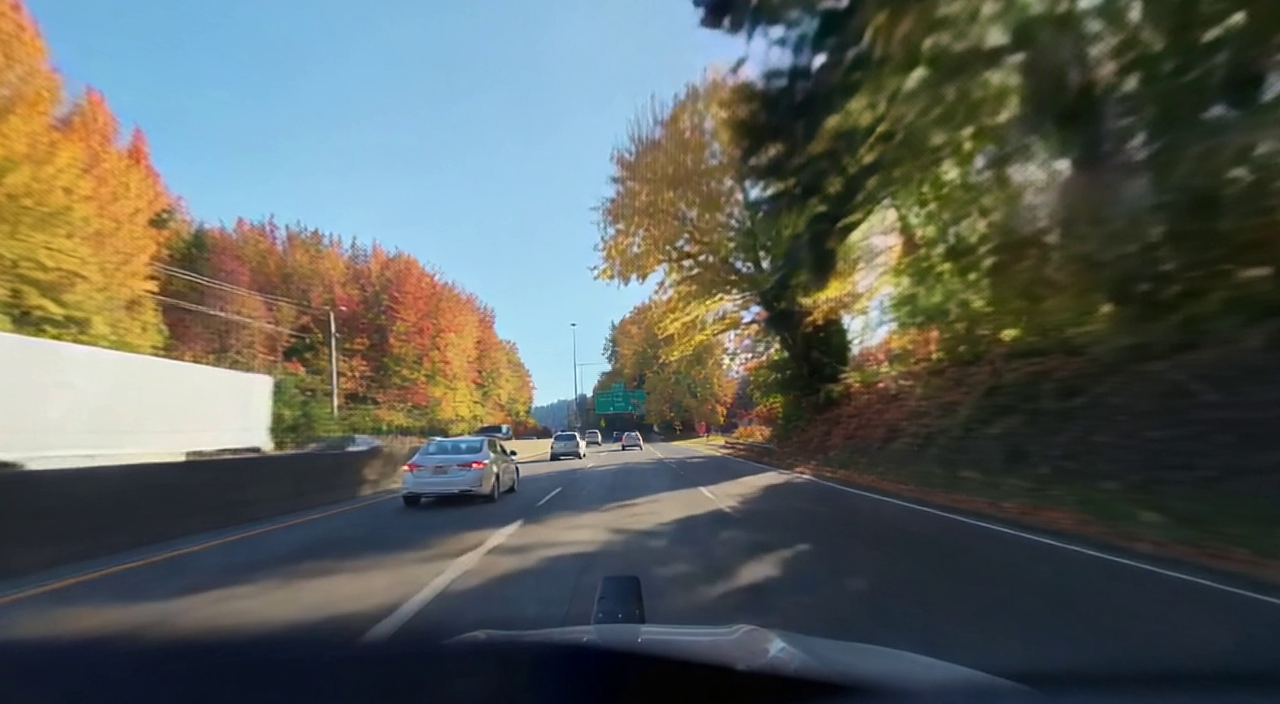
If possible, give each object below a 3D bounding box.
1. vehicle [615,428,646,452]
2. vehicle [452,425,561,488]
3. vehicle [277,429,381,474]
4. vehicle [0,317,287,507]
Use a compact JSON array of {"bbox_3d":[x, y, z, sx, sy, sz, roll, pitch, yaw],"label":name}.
[{"bbox_3d":[-0.626,6.140,43.826,2.054,1.609,3.859,0,-8,-1],"label":"vehicle"},{"bbox_3d":[-3.453,2.792,17.249,1.989,1.497,4.645,0,-8,0],"label":"vehicle"},{"bbox_3d":[-12.143,3.894,24.905,1.937,1.605,4.321,0,-8,0],"label":"vehicle"},{"bbox_3d":[-15.489,1.839,17.639,2.969,4.098,14.350,0,-8,-1],"label":"vehicle"}]
